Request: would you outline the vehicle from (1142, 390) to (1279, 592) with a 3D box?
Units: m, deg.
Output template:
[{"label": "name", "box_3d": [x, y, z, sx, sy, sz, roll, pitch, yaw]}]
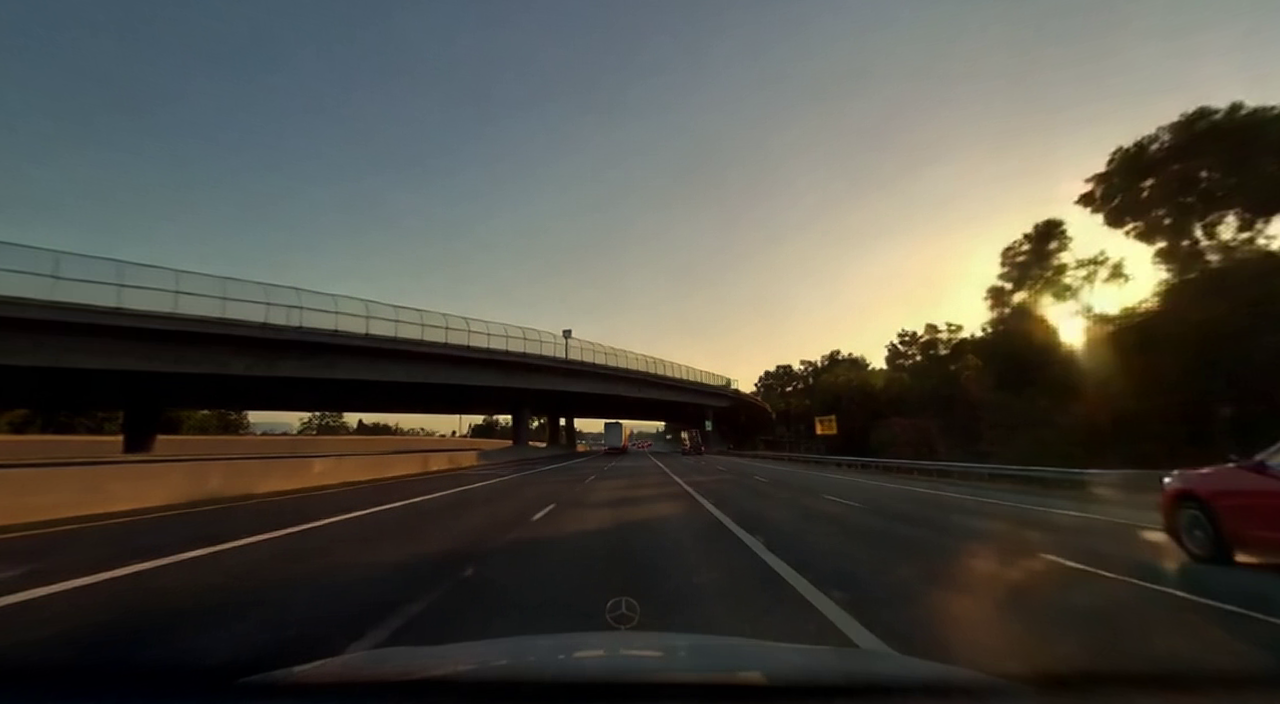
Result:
[{"label": "vehicle", "box_3d": [6.677, 1.087, 4.659, 2.096, 1.767, 4.601, 0, -9, 0]}]
